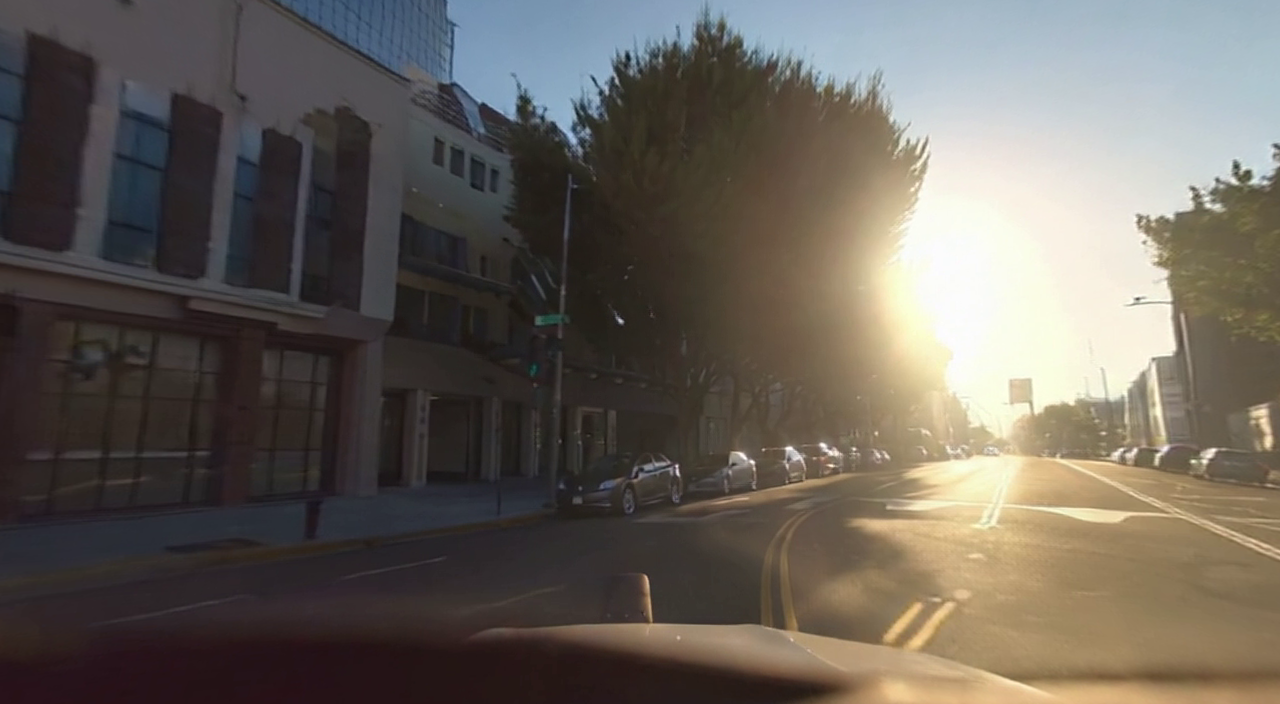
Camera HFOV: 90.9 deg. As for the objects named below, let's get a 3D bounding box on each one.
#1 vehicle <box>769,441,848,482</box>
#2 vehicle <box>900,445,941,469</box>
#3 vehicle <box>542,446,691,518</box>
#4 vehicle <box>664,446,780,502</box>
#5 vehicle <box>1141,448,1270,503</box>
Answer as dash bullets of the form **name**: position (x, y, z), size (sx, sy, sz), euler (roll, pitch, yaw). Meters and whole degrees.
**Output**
- **vehicle**: position (8.403, 5.341, 31.077), size (2.171, 1.816, 5.274), euler (-6, -10, 33)
- **vehicle**: position (18.580, 6.920, 41.649), size (1.852, 1.465, 4.092), euler (-5, -10, 31)
- **vehicle**: position (-0.458, 3.316, 16.701), size (1.922, 1.628, 4.291), euler (-5, -10, 30)
- **vehicle**: position (2.918, 4.052, 21.566), size (2.179, 1.658, 4.765), euler (-5, -10, 31)
- **vehicle**: position (18.654, 4.017, 21.078), size (2.148, 1.488, 4.508), euler (-2, -8, 28)
